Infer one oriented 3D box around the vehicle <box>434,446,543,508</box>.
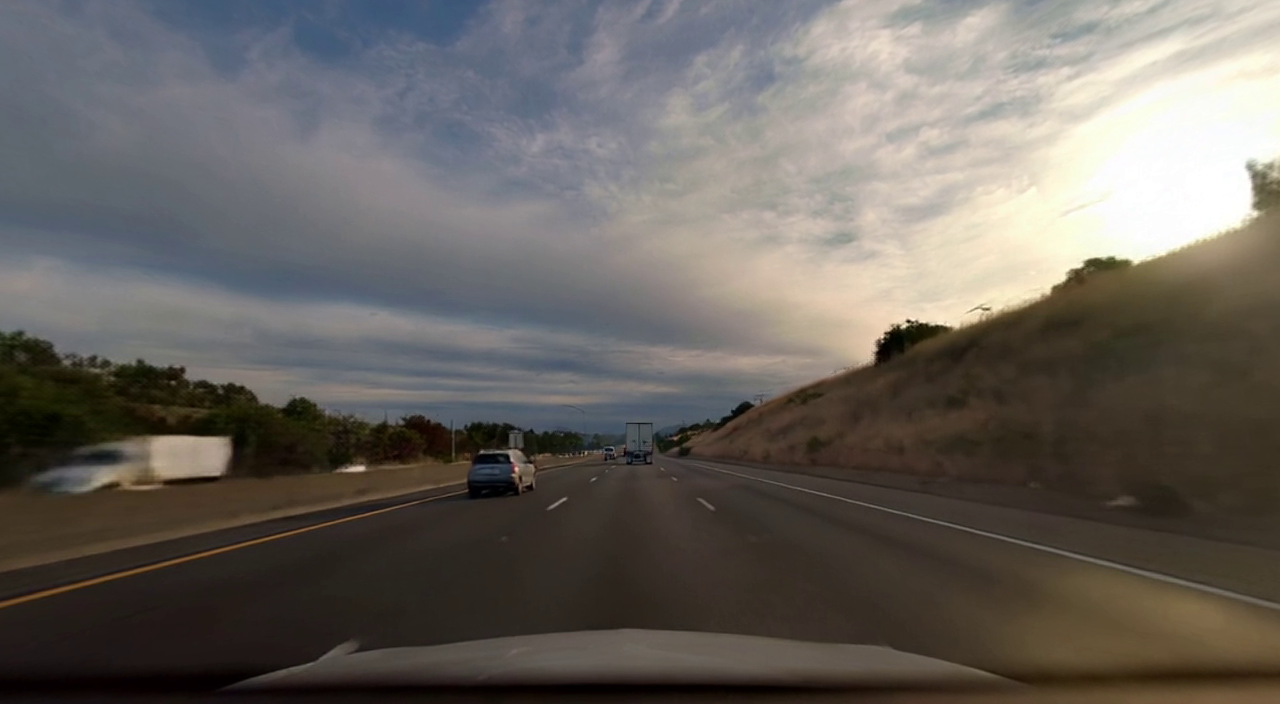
[{"bbox_3d":[-4.128,3.457,17.941,2.051,1.537,4.111,0,-9,1],"label":"vehicle"}]
